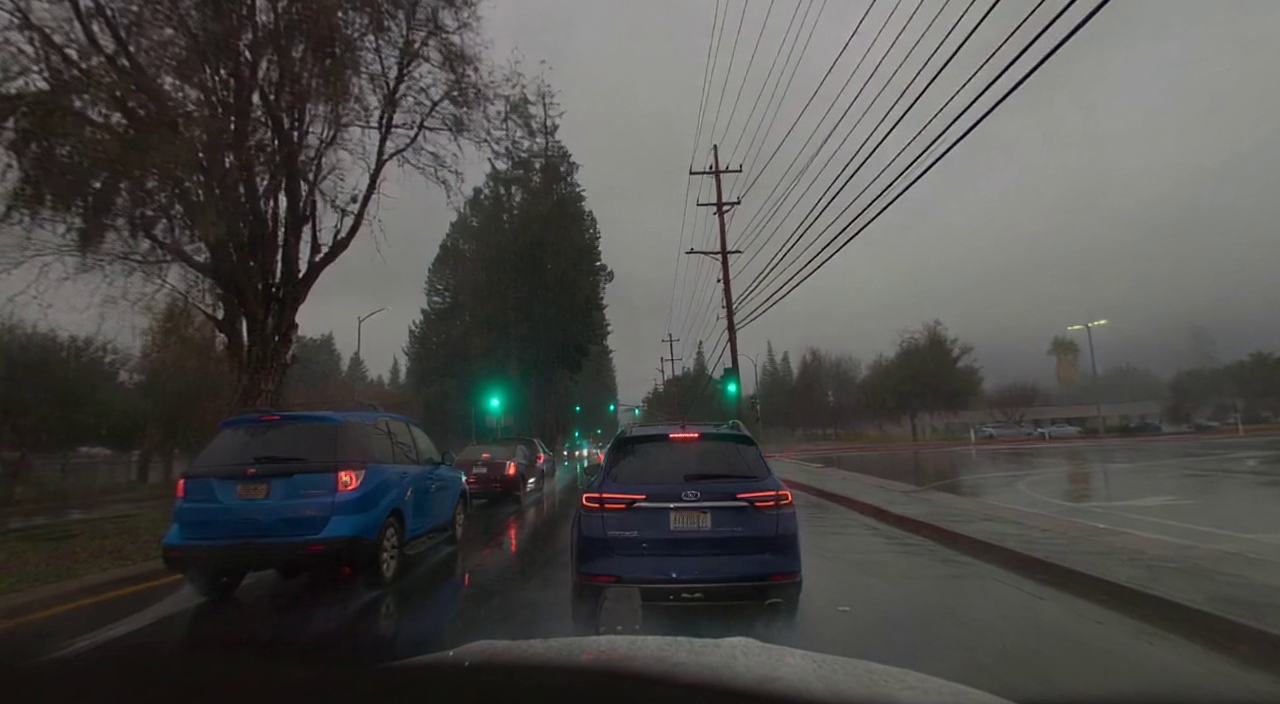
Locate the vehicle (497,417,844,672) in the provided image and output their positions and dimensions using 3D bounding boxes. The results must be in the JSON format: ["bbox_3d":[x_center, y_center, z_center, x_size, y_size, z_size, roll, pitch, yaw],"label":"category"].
[{"bbox_3d":[0.119,1.438,5.820,2.056,1.487,4.003,0,-9,-2],"label":"vehicle"}]

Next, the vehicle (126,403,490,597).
[{"bbox_3d":[-3.476,1.635,7.849,2.105,1.706,4.337,0,-8,0],"label":"vehicle"}]

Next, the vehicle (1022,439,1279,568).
[{"bbox_3d":[8.374,2.137,9.803,1.993,1.508,4.521,0,-9,-1],"label":"vehicle"}]
